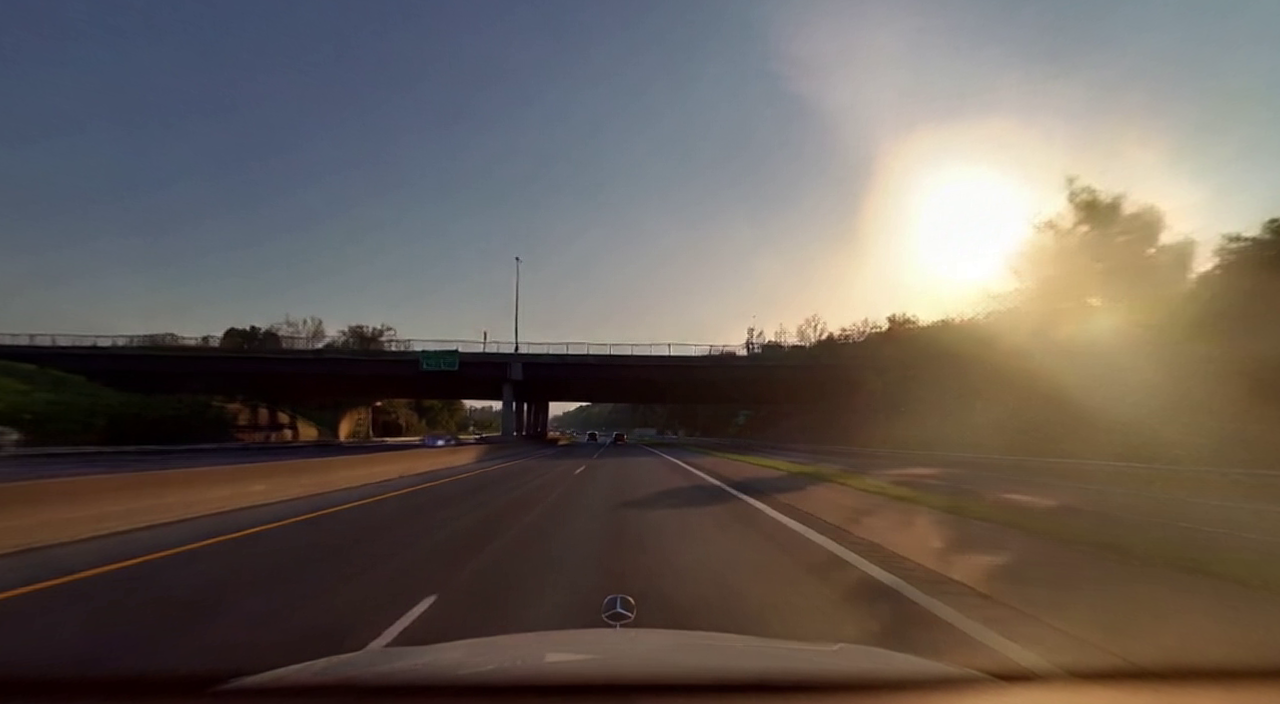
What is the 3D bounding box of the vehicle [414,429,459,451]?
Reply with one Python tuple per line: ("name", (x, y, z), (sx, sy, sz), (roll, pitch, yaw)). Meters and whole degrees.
("vehicle", (-13.303, 5.762, 41.273), (1.758, 1.408, 3.818), (0, -8, -1))
